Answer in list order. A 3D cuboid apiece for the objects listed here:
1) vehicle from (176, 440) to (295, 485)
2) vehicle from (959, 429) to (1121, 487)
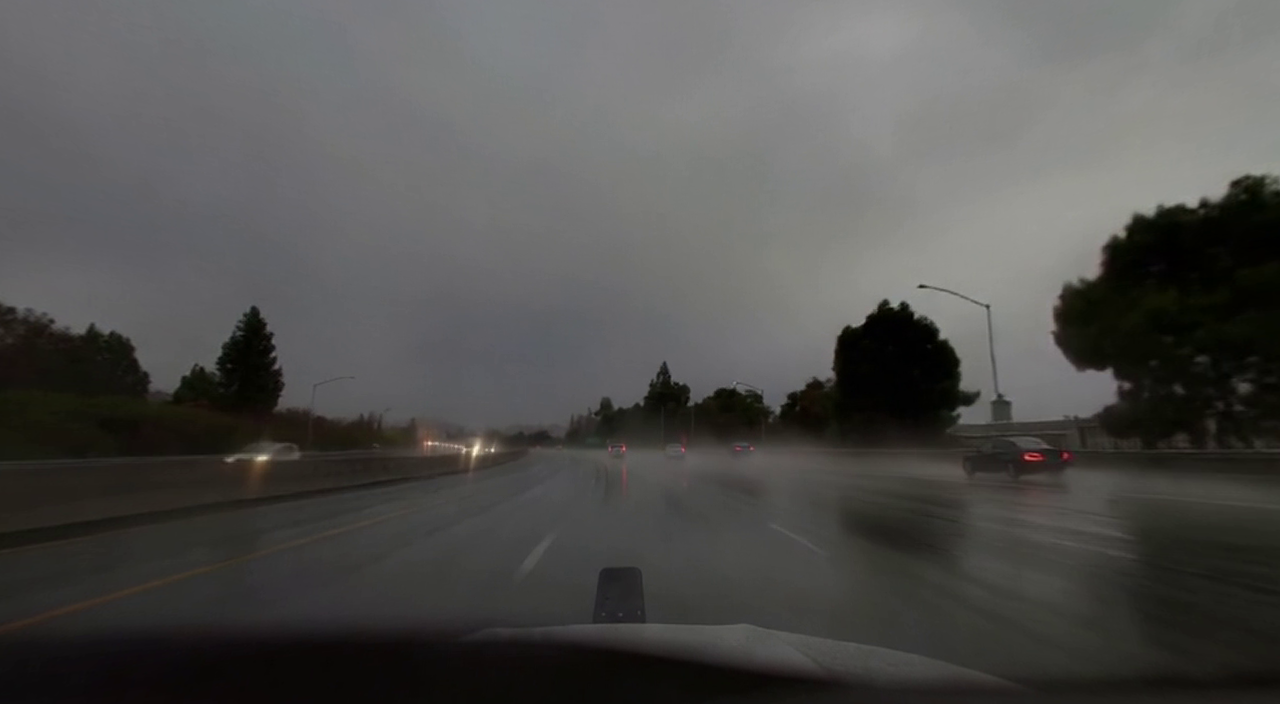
[{"bbox_3d":[-20.267,5.546,31.984,2.258,2.026,5.866,0,-9,-2],"label":"vehicle"},{"bbox_3d":[13.887,3.737,22.419,2.107,1.803,5.385,0,-9,-1],"label":"vehicle"}]
